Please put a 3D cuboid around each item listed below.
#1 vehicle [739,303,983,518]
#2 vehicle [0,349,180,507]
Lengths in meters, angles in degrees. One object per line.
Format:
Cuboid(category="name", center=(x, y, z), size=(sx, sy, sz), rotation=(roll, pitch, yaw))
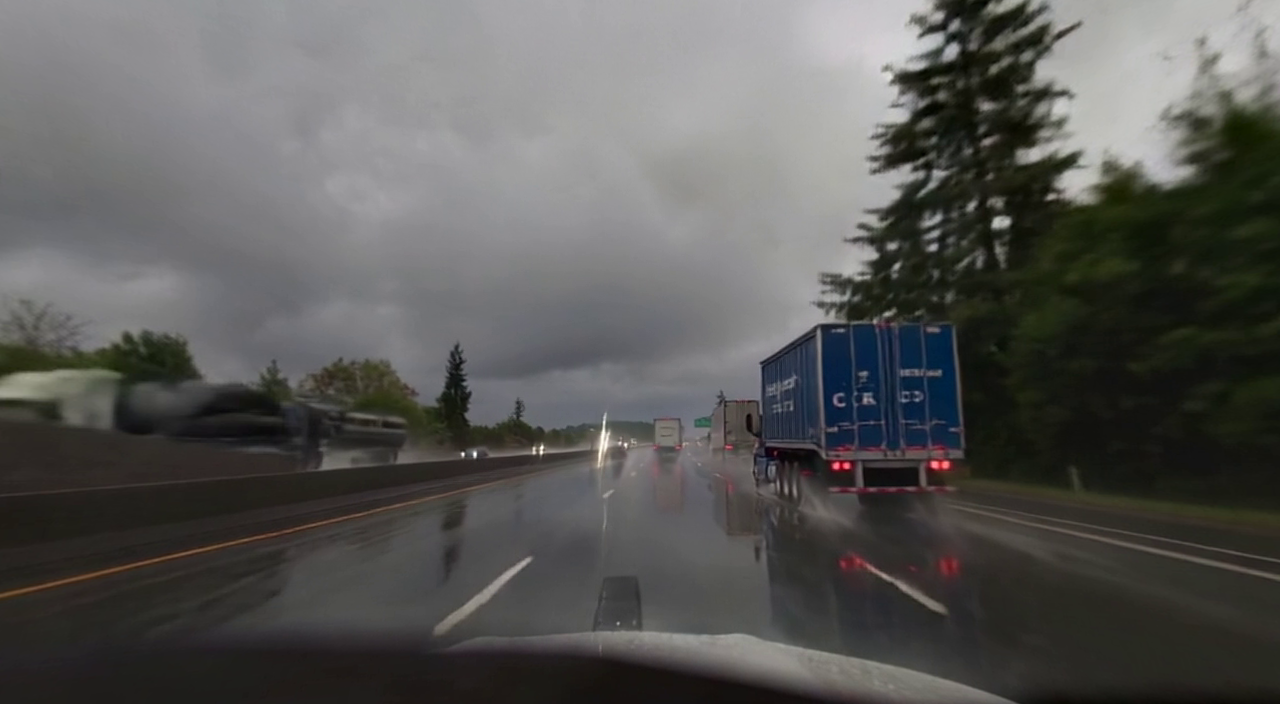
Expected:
Cuboid(category="vehicle", center=(4.732, 1.678, 16.346), size=(2.920, 3.860, 10.035), rotation=(0, -8, 2))
Cuboid(category="vehicle", center=(-15.893, 1.995, 16.219), size=(3.037, 3.540, 6.335), rotation=(0, -8, 1))
